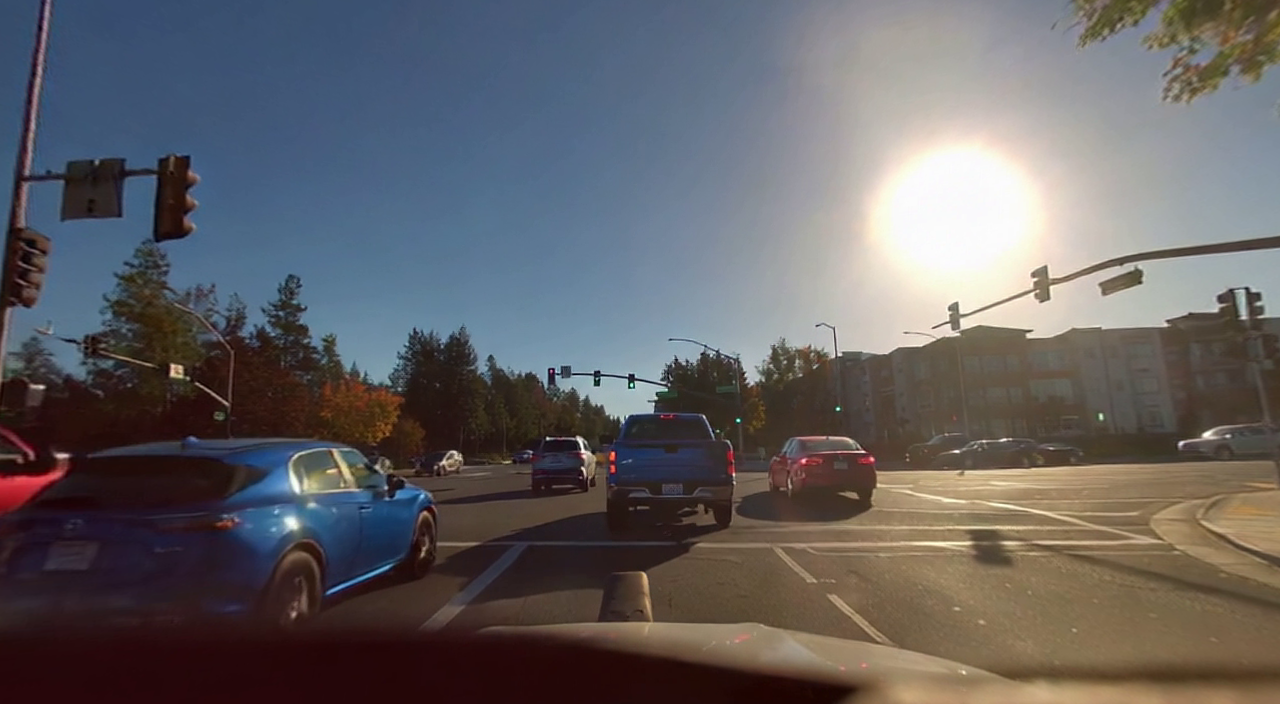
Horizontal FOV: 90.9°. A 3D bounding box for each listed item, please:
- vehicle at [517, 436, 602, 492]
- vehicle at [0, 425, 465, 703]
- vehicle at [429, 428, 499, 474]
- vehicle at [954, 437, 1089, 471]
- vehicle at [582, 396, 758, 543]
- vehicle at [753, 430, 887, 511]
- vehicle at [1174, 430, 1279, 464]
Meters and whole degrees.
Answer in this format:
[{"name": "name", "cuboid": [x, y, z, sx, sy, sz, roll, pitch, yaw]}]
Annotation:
[{"name": "vehicle", "cuboid": [-2.645, 3.837, 22.043, 2.125, 1.739, 4.707, 0, -8, 3]}, {"name": "vehicle", "cuboid": [-3.318, 1.487, 5.765, 1.998, 1.481, 4.656, 0, -8, 1]}, {"name": "vehicle", "cuboid": [-13.061, 7.416, 47.539, 2.856, 3.139, 8.117, 0, -8, 0]}, {"name": "vehicle", "cuboid": [16.735, 4.491, 27.794, 4.809, 1.458, 1.842, 1, -8, -3]}, {"name": "vehicle", "cuboid": [0.511, 2.019, 11.461, 2.505, 2.084, 4.768, 0, -8, 2]}, {"name": "vehicle", "cuboid": [4.129, 2.787, 15.287, 1.984, 1.659, 4.226, 0, -8, 0]}, {"name": "vehicle", "cuboid": [27.610, 4.327, 28.782, 4.681, 1.458, 1.908, 0, -8, -1]}]
